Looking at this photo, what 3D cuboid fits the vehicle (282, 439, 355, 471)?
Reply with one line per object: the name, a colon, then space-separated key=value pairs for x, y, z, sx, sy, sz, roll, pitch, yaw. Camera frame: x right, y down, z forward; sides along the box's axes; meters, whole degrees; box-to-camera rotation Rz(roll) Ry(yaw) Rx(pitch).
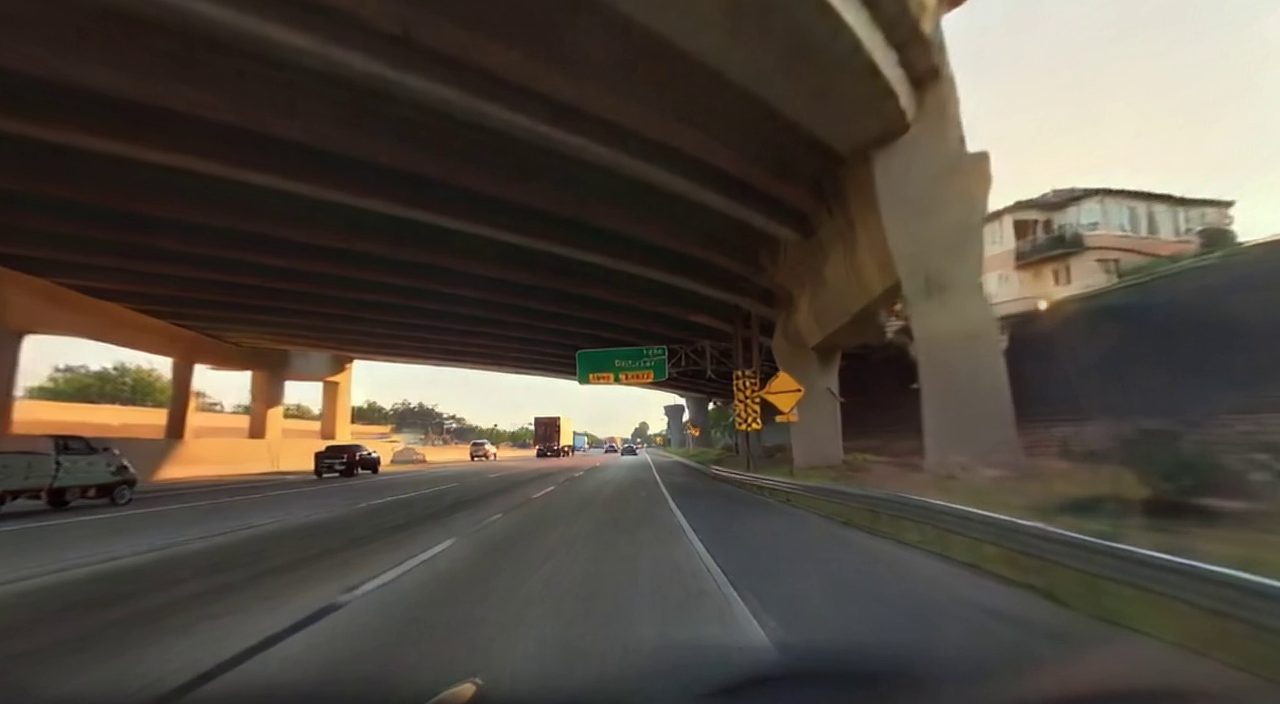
vehicle: x=-18.919 y=6.065 z=37.427 sx=1.932 sy=1.752 sz=4.541 roll=0 pitch=-8 yaw=0
